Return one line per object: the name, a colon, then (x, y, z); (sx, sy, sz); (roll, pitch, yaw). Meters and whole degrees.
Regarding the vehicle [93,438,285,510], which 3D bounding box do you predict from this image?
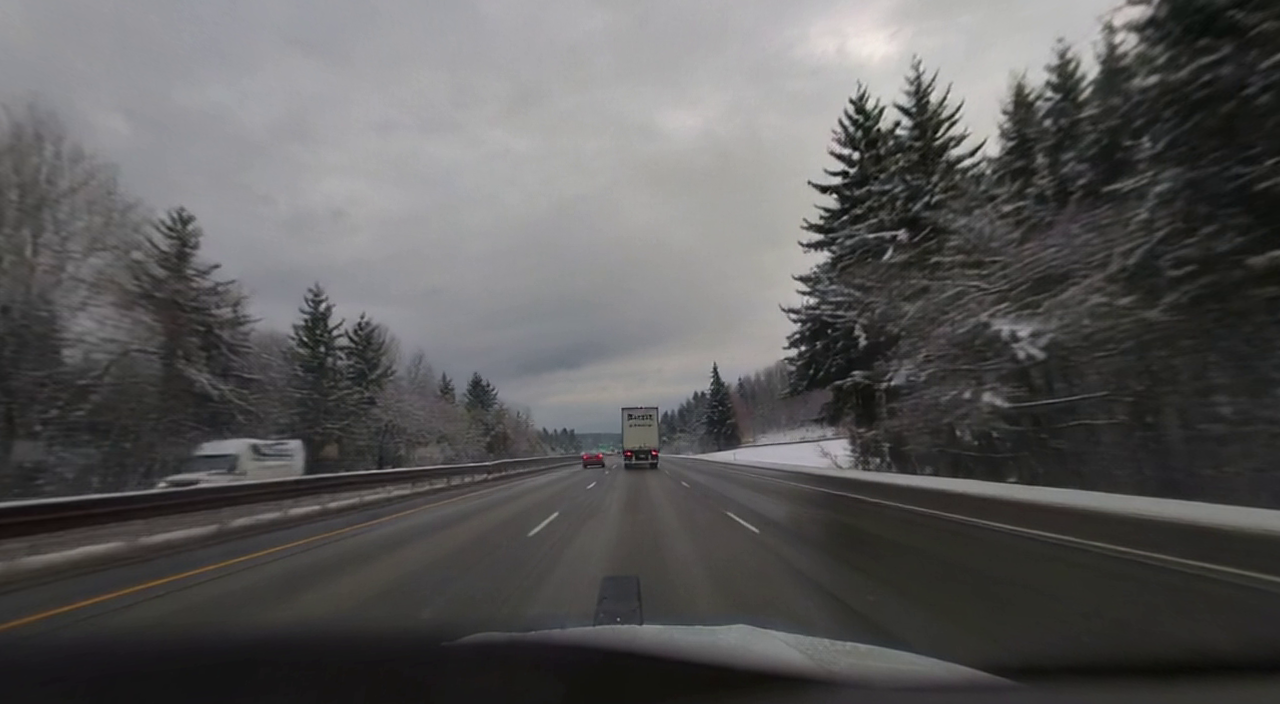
vehicle: (-16.930, 4.581, 24.224); (2.502, 2.373, 6.551); (0, -9, 0)
